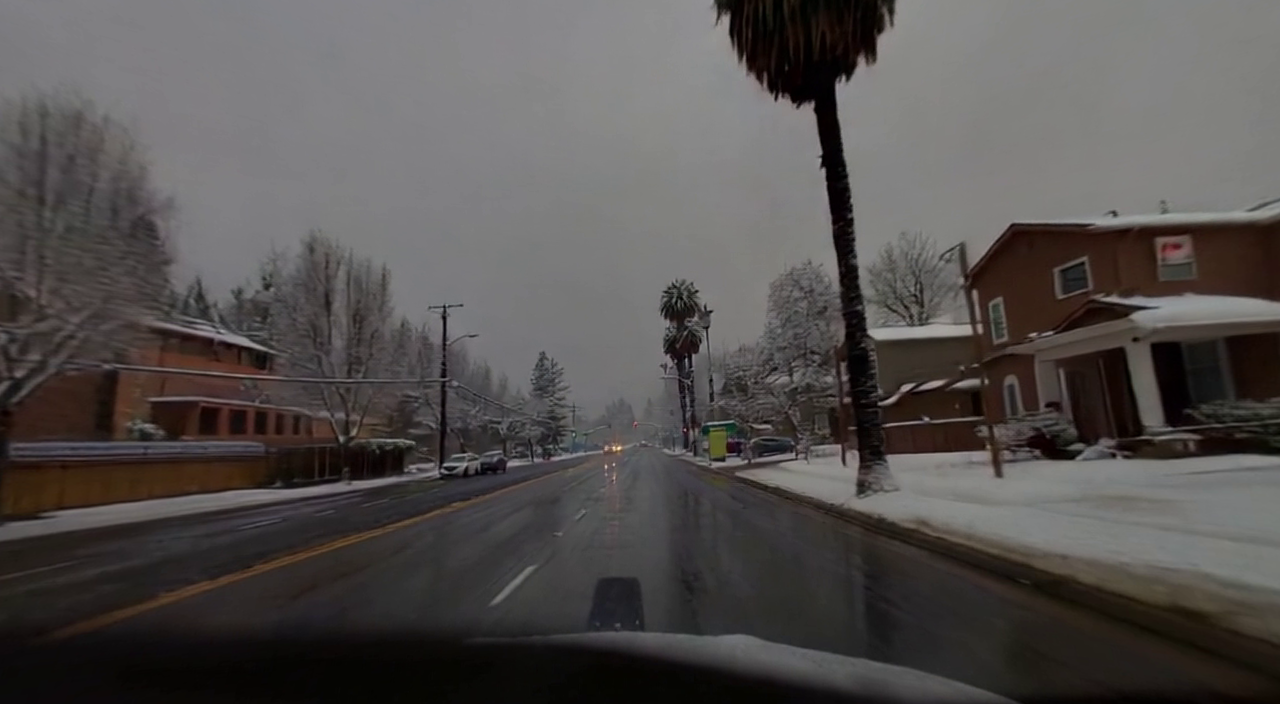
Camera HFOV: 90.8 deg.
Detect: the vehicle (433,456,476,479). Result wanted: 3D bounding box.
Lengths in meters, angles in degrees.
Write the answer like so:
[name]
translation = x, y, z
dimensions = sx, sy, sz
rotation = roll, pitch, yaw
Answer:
[vehicle]
translation = -13.761, 8.574, 47.133
dimensions = 1.885, 1.490, 4.635
rotation = 0, -8, -1
